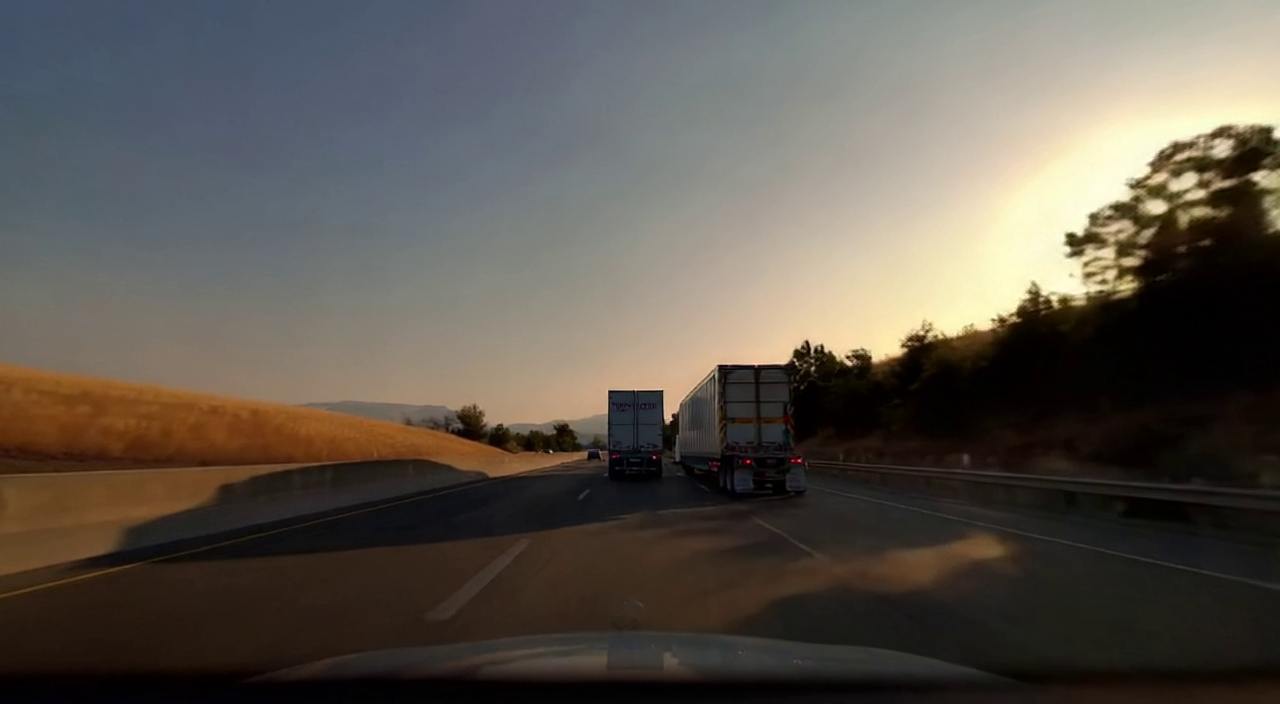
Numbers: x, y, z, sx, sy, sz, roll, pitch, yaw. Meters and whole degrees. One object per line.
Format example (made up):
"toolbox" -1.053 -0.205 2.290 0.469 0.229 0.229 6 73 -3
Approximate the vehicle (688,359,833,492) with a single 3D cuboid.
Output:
"vehicle" 4.290 3.372 26.877 3.044 4.128 14.482 0 -9 -1

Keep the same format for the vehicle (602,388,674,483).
"vehicle" -0.049 4.102 30.311 2.864 3.805 9.709 0 -9 0
